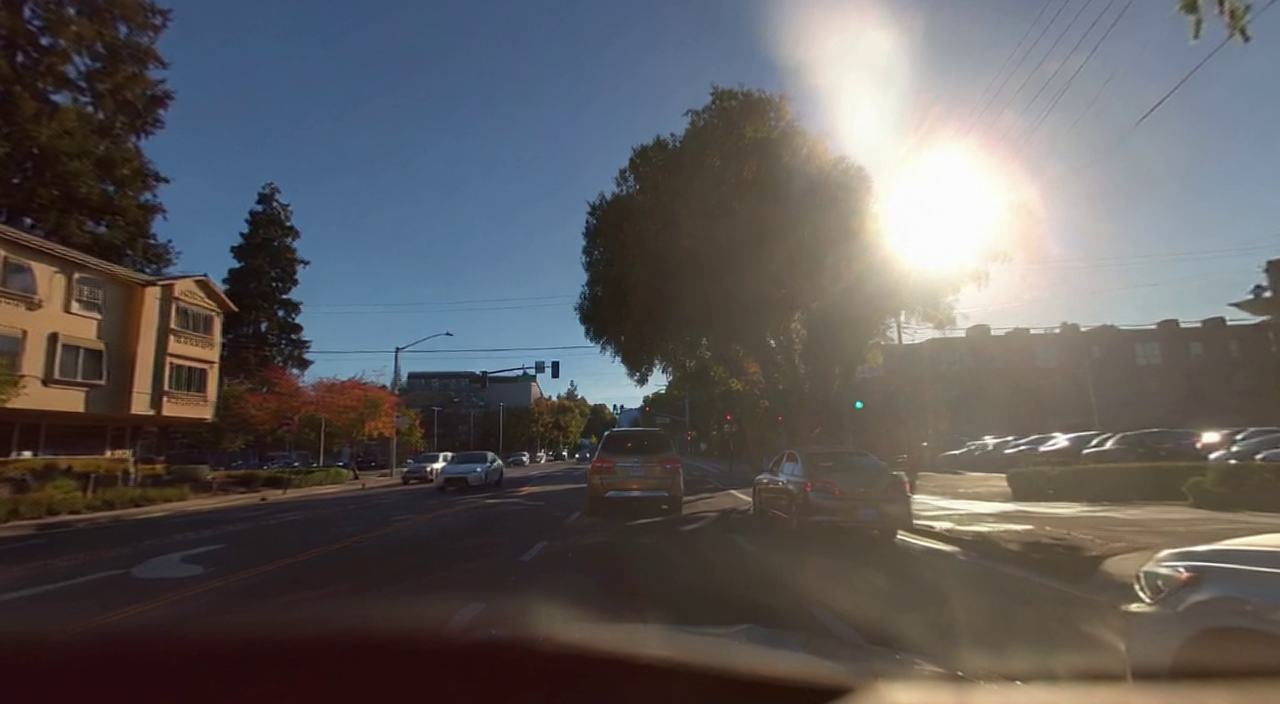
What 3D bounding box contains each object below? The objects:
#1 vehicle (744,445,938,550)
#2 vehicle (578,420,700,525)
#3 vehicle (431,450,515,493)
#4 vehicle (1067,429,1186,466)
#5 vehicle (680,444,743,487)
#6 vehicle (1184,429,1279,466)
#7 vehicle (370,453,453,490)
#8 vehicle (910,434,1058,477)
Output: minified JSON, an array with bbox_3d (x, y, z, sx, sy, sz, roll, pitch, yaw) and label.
[{"bbox_3d":[3.278,2.434,11.320,1.900,1.478,4.425,0,-9,-2],"label":"vehicle"},{"bbox_3d":[-0.052,2.576,13.971,2.296,1.947,4.168,0,-9,-1],"label":"vehicle"},{"bbox_3d":[-6.460,4.674,24.904,2.054,1.478,4.584,0,-9,0],"label":"vehicle"},{"bbox_3d":[26.517,5.198,34.344,4.704,1.919,2.130,0,-9,-2],"label":"vehicle"},{"bbox_3d":[3.068,4.982,27.832,2.138,1.729,4.178,0,-9,-2],"label":"vehicle"},{"bbox_3d":[25.833,3.993,26.215,4.420,1.469,1.807,0,-9,1],"label":"vehicle"},{"bbox_3d":[-10.684,5.603,29.788,2.206,1.544,4.740,0,-9,0],"label":"vehicle"},{"bbox_3d":[13.529,4.092,24.882,4.648,1.583,2.018,0,-9,-2],"label":"vehicle"}]
